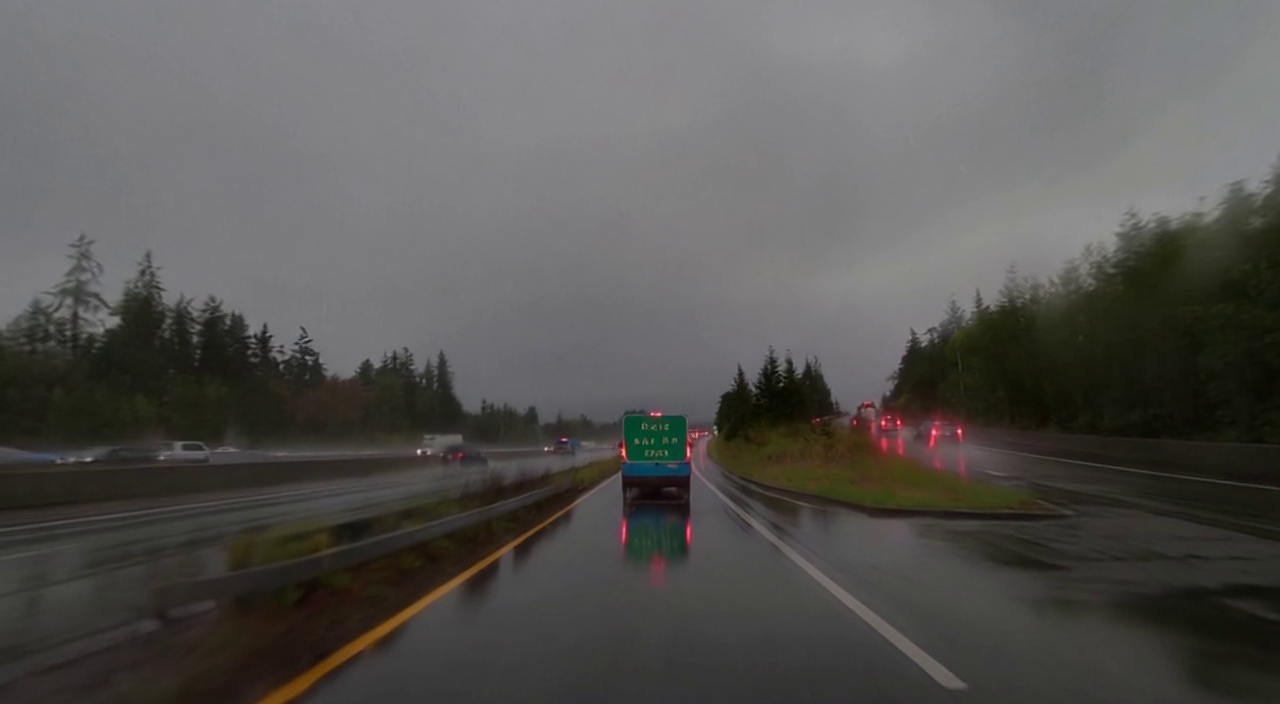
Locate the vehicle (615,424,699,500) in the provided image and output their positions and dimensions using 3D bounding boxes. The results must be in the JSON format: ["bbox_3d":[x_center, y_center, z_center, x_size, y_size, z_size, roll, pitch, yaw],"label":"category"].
[{"bbox_3d":[0.435,3.045,17.773,2.043,1.821,4.558,-1,-8,0],"label":"vehicle"}]

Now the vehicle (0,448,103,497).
[{"bbox_3d":[-20.483,3.889,20.511,1.884,1.447,4.502,-1,-8,3],"label":"vehicle"}]

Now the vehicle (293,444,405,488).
[{"bbox_3d":[-11.471,4.493,25.275,1.958,1.545,4.588,-1,-8,5],"label":"vehicle"}]

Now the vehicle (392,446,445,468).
[{"bbox_3d":[-15.765,7.482,45.133,1.825,1.437,4.692,-1,-8,4],"label":"vehicle"}]

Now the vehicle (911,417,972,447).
[{"bbox_3d":[17.934,4.825,37.770,2.098,1.654,4.637,-2,-9,11],"label":"vehicle"}]

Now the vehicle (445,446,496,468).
[{"bbox_3d":[-11.727,7.288,43.967,1.918,1.451,4.668,-1,-9,4],"label":"vehicle"}]
